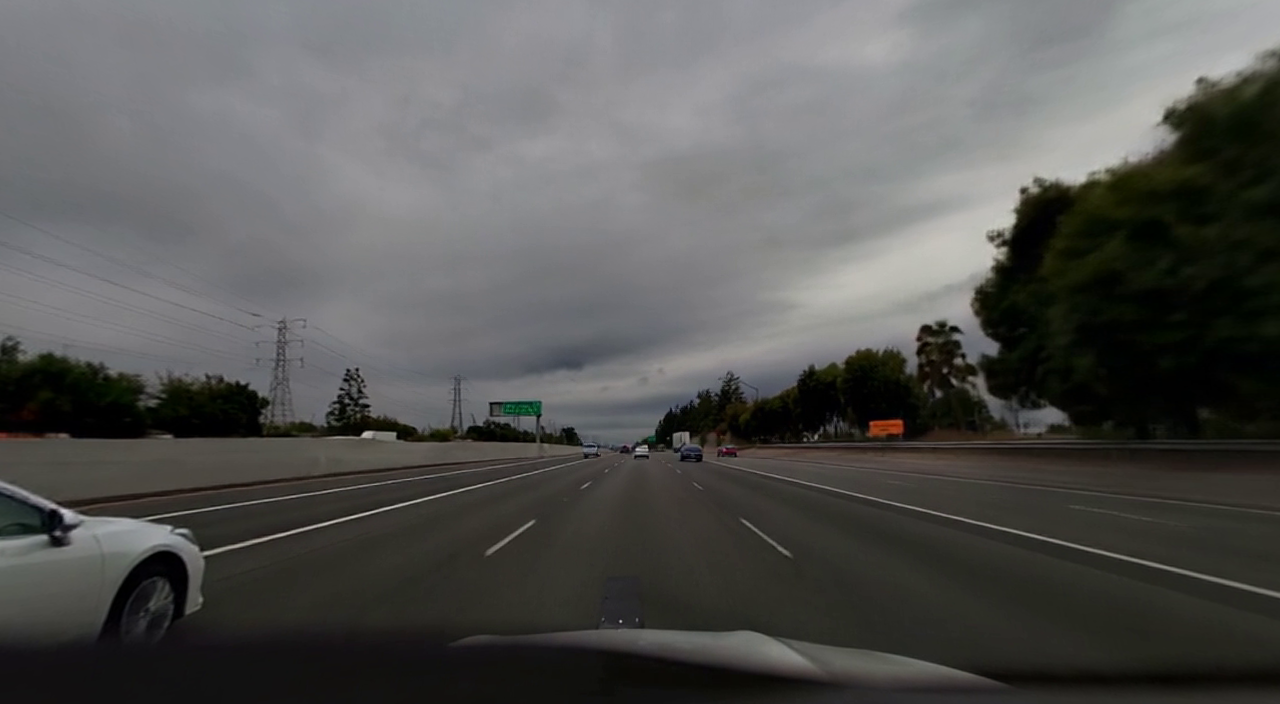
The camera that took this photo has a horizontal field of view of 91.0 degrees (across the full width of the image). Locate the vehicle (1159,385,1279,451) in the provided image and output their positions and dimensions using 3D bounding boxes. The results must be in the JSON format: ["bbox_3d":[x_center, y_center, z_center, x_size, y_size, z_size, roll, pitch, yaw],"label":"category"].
[{"bbox_3d":[42.069,4.382,41.165,2.955,4.183,15.830,0,-9,0],"label":"vehicle"}]

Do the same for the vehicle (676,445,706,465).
[{"bbox_3d":[3.938,8.069,49.419,2.076,1.506,4.050,0,-9,0],"label":"vehicle"}]
